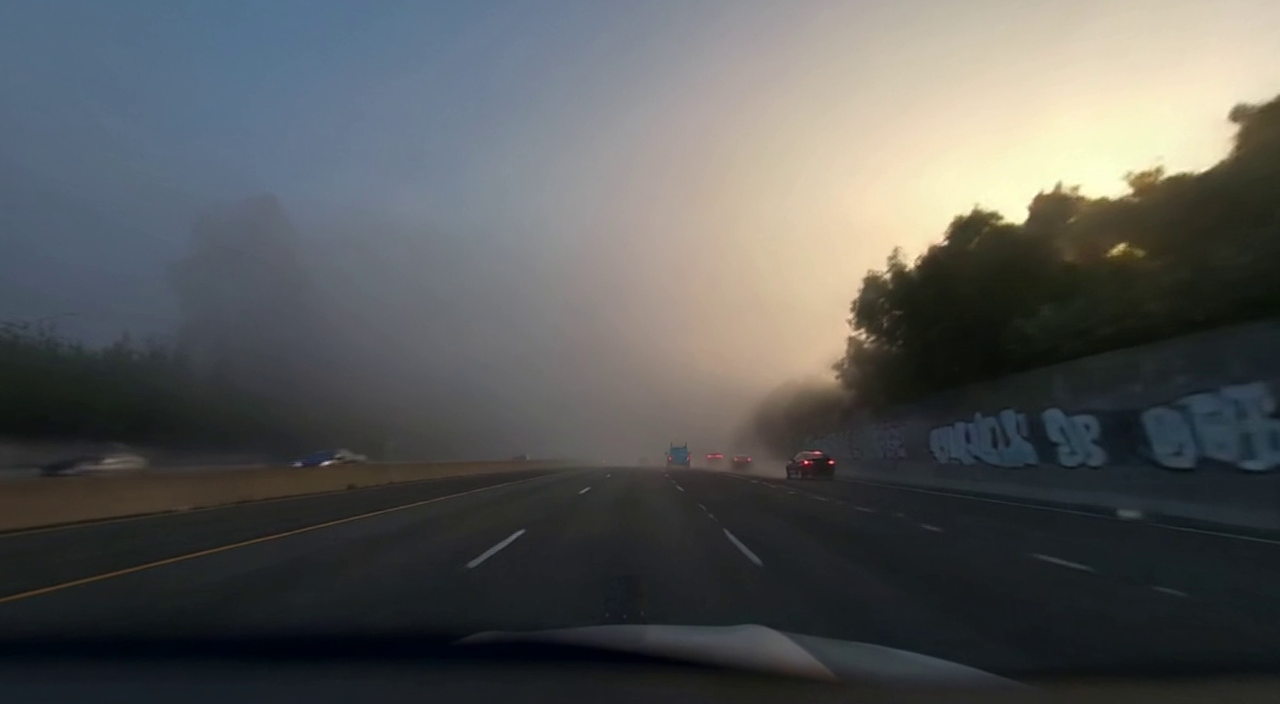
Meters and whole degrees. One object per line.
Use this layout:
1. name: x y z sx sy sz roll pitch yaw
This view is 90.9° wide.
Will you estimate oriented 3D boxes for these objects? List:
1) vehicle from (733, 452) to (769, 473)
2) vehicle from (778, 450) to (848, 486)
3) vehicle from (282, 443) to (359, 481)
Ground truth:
1. vehicle: 8.220 8.254 47.092 1.842 1.475 4.479 0 -9 0
2. vehicle: 7.846 5.275 29.045 1.907 1.495 4.517 0 -9 0
3. vehicle: -18.923 6.539 37.574 2.077 2.106 4.613 0 -9 1
